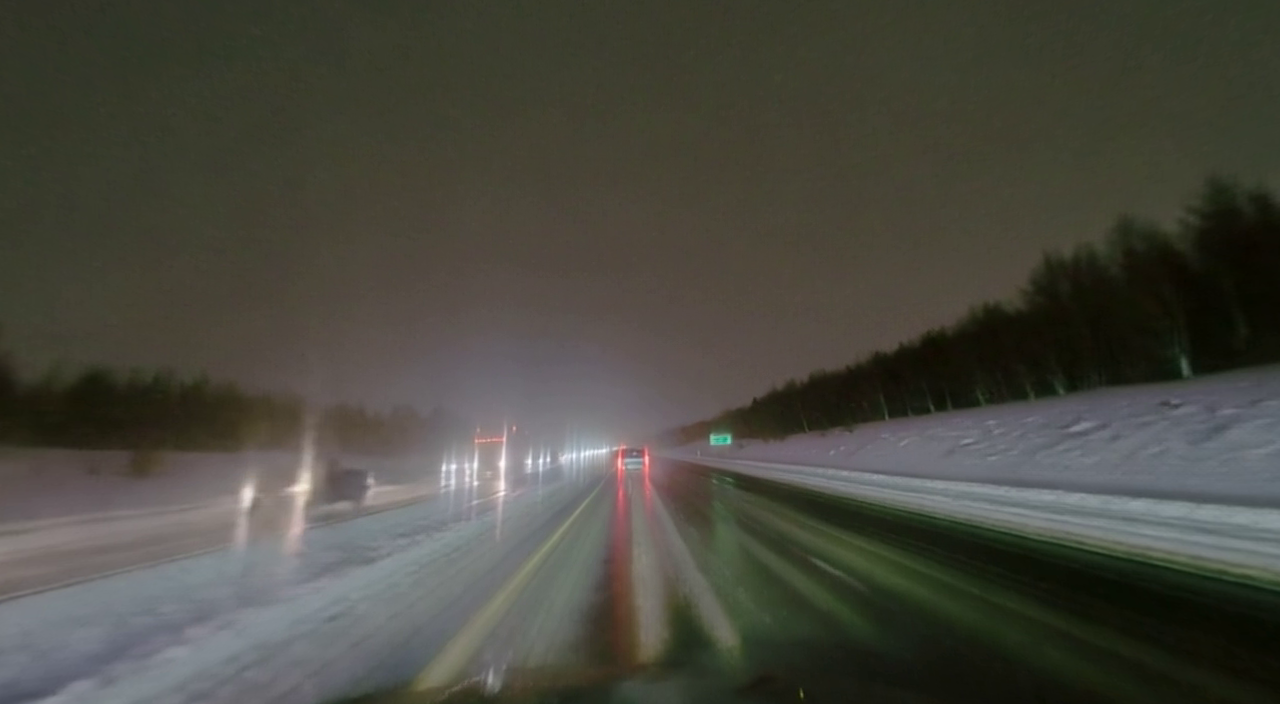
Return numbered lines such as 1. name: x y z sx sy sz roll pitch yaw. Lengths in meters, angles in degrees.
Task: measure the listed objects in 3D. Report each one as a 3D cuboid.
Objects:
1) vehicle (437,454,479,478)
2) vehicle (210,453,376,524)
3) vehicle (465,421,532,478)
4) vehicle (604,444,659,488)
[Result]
1. vehicle: -13.804 8.613 47.735 1.905 1.666 4.272 0 -9 0
2. vehicle: -8.662 3.401 16.140 1.893 1.519 4.127 0 -9 0
3. vehicle: -9.067 6.376 41.025 2.739 3.387 7.184 0 -9 -1
4. vehicle: -0.336 4.352 24.306 1.971 1.518 4.108 0 -9 -1
